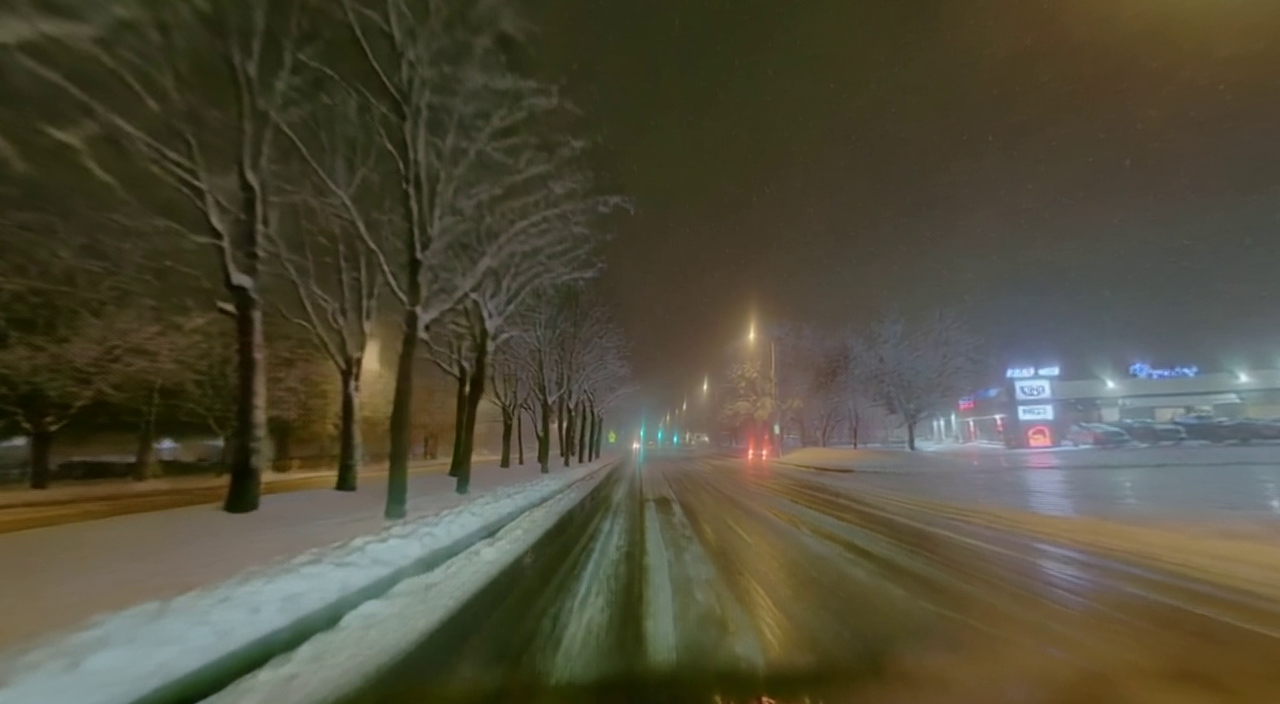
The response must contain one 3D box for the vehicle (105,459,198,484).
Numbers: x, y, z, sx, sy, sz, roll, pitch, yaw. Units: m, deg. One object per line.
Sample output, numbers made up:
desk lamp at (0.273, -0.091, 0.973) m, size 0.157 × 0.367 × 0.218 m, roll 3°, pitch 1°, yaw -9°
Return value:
vehicle at (-31.188, 7.617, 40.413) m, size 4.320 × 1.463 × 1.827 m, roll 4°, pitch -9°, yaw -25°
